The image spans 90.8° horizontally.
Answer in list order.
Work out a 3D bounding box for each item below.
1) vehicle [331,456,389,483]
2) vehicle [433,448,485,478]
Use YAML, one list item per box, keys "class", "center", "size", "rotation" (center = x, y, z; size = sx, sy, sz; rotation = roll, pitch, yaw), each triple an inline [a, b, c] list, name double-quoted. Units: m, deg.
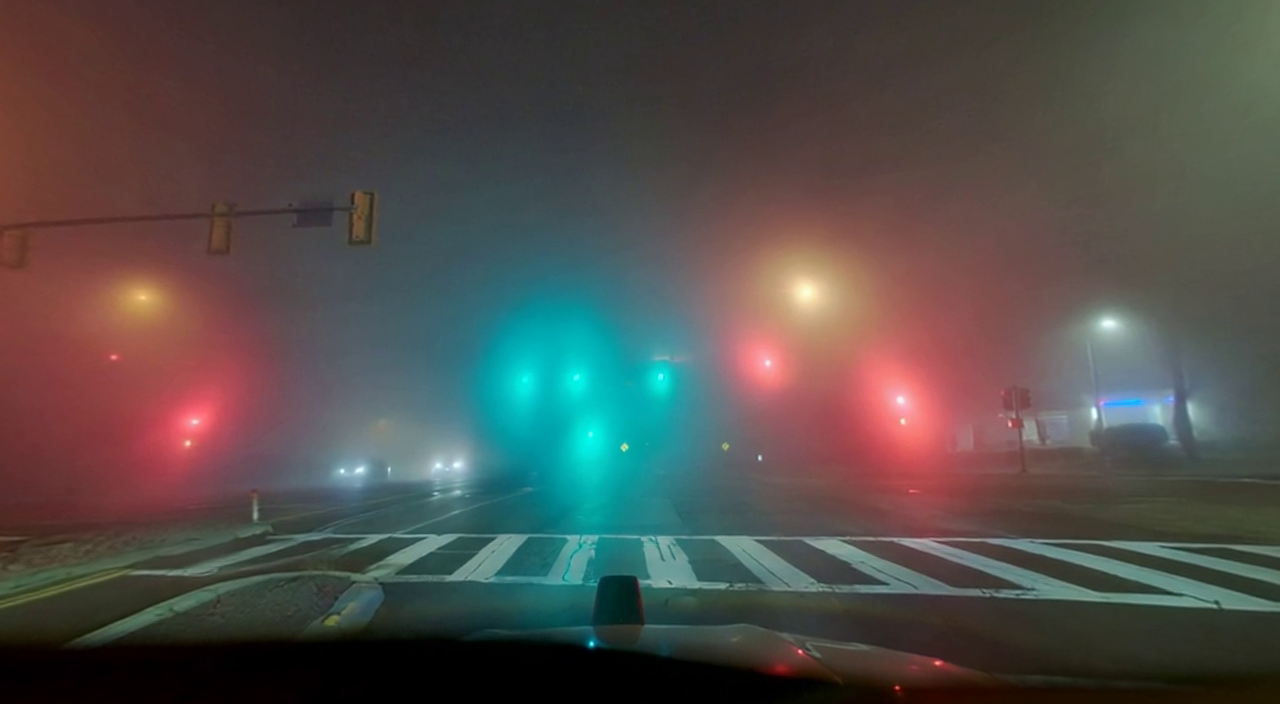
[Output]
- class: "vehicle"
  center: [-18.857, 7.887, 42.780]
  size: [1.933, 1.664, 4.255]
  rotation: [0, -9, 1]
- class: "vehicle"
  center: [-12.218, 7.490, 42.964]
  size: [2.151, 1.847, 4.634]
  rotation: [0, -9, 1]
